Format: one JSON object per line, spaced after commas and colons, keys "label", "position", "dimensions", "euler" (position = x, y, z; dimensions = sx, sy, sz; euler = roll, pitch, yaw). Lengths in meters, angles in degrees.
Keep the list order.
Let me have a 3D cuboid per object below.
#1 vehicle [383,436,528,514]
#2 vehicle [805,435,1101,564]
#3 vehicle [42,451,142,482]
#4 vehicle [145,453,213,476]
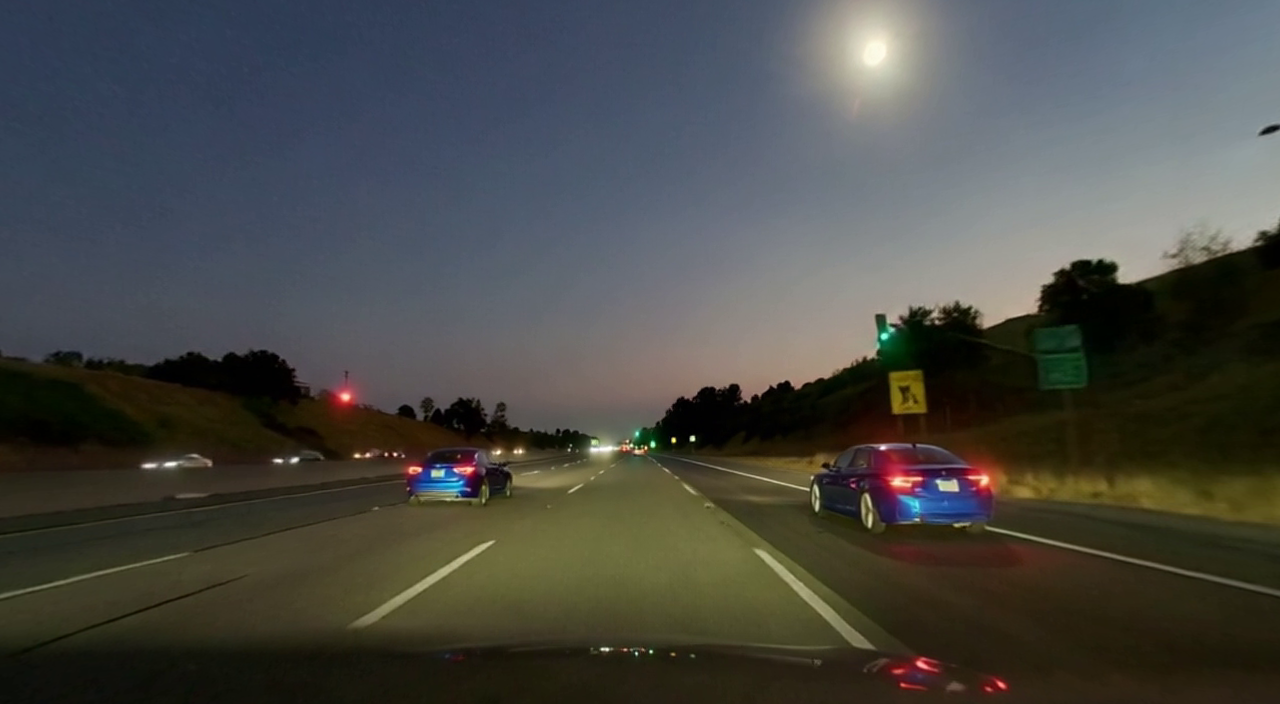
{"label": "vehicle", "position": [-4.032, 2.760, 14.662], "dimensions": [1.987, 1.516, 4.478], "euler": [0, -9, 1]}
{"label": "vehicle", "position": [4.308, 2.086, 9.805], "dimensions": [2.049, 1.481, 4.774], "euler": [0, -9, -2]}
{"label": "vehicle", "position": [-32.774, 6.820, 37.828], "dimensions": [1.902, 1.679, 4.584], "euler": [0, -9, 0]}
{"label": "vehicle", "position": [-36.353, 8.828, 49.755], "dimensions": [1.917, 1.643, 4.546], "euler": [0, -9, 0]}
